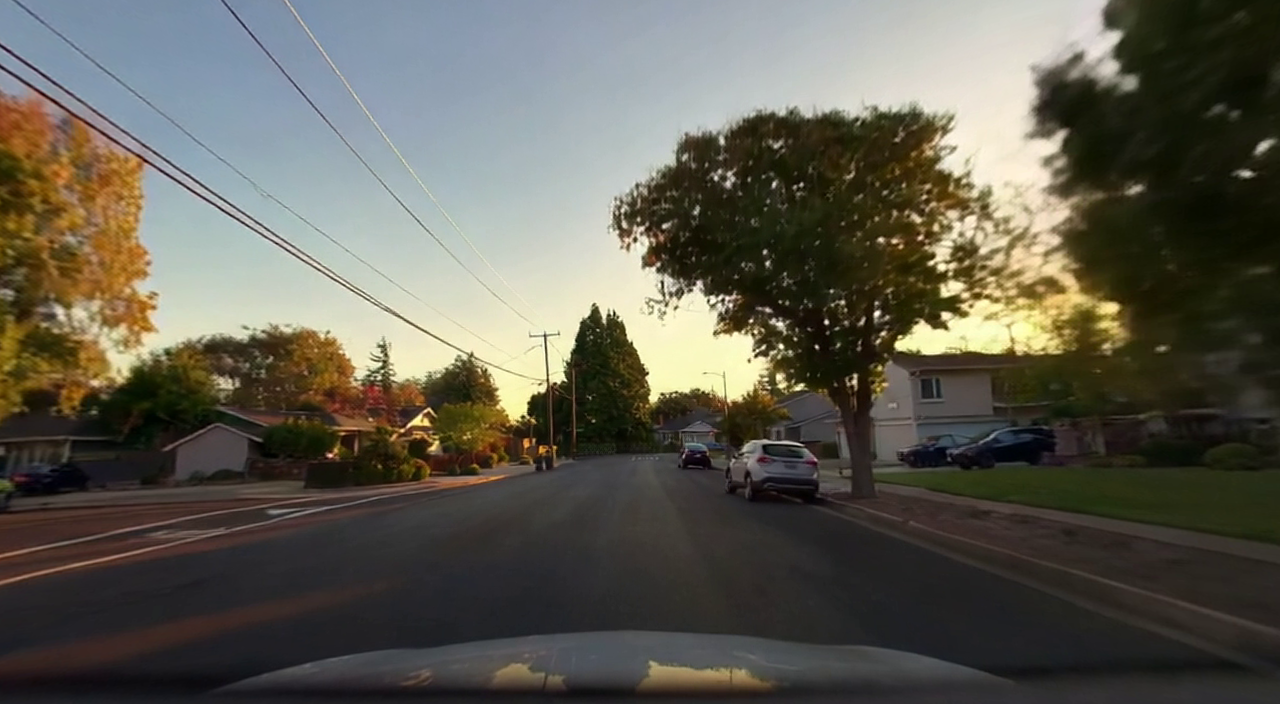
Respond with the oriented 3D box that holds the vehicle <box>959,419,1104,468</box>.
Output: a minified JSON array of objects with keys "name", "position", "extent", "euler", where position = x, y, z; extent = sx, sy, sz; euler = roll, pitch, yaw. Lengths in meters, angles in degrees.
[{"name":"vehicle","position":[15.314,3.590,24.894],"extent":[4.283,1.660,2.035],"euler":[-3,-7,0]}]

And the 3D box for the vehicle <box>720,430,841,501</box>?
[{"name":"vehicle","position":[3.706,3.094,17.633],"extent":[2.134,1.720,4.515],"euler":[0,-9,-3]}]

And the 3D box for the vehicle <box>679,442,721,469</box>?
[{"name":"vehicle","position":[3.533,6.151,37.774],"extent":[2.012,1.531,4.557],"euler":[0,-9,-1]}]

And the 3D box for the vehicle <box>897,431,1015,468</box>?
[{"name":"vehicle","position":[13.808,4.274,27.794],"extent":[4.116,1.435,1.920],"euler":[-2,-8,1]}]
